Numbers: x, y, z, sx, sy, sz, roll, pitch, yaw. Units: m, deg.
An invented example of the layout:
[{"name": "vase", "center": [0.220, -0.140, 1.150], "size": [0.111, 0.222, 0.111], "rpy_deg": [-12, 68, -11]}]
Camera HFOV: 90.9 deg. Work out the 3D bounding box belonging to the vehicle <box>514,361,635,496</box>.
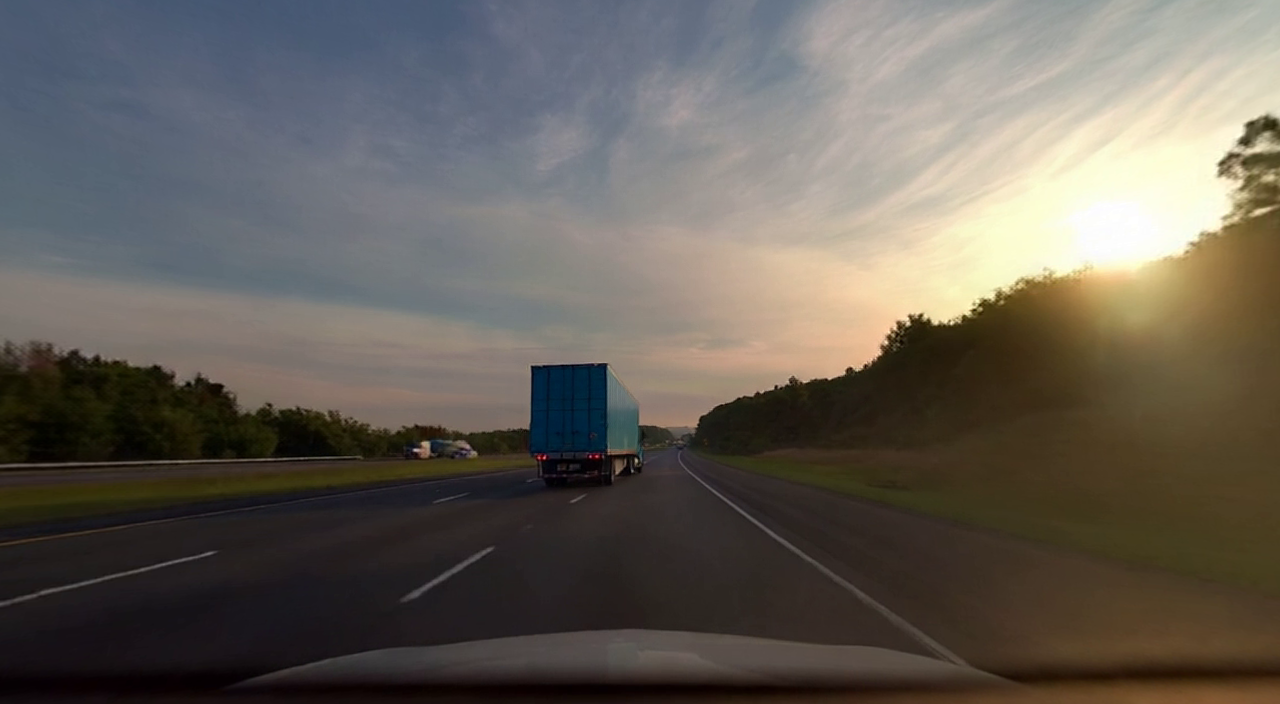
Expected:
[{"name": "vehicle", "center": [-2.051, 3.433, 26.535], "size": [2.851, 4.098, 14.436], "rpy_deg": [0, -9, 3]}]
